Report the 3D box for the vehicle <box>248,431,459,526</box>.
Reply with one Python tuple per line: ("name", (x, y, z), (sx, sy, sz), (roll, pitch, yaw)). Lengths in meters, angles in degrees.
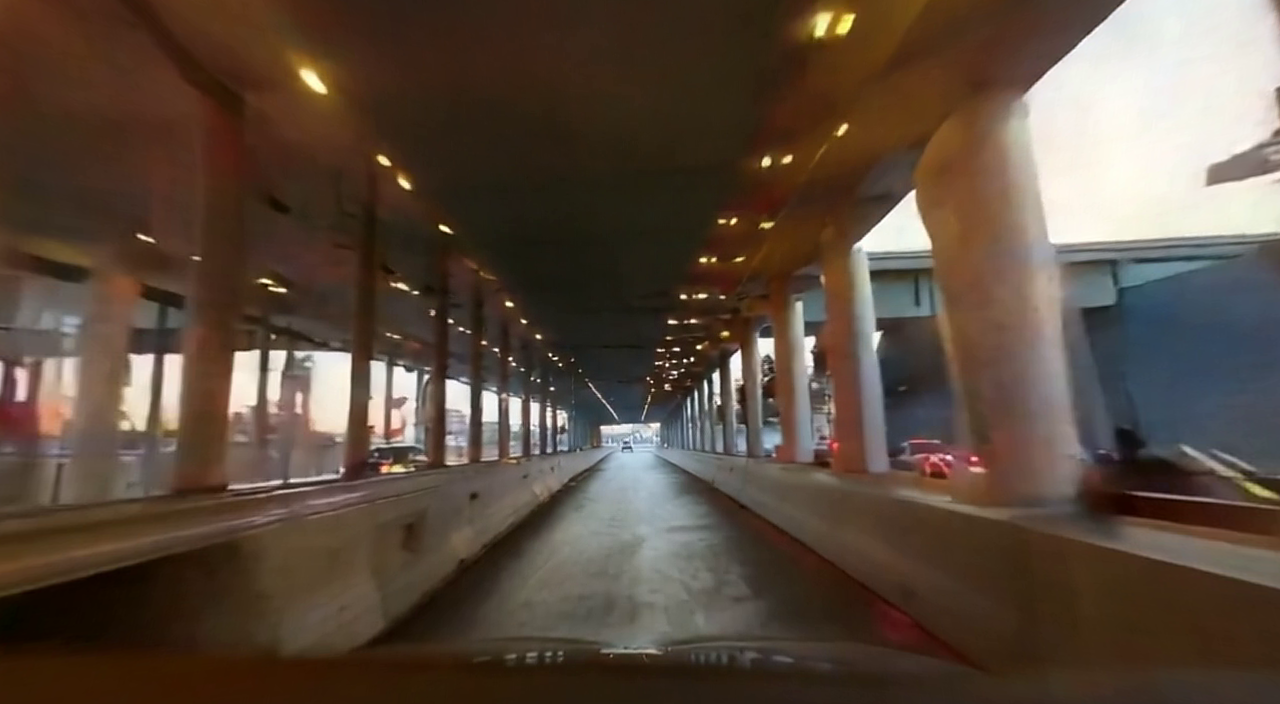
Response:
("vehicle", (-5.090, 2.303, 12.060), (1.981, 1.465, 4.334), (0, -9, 0))
